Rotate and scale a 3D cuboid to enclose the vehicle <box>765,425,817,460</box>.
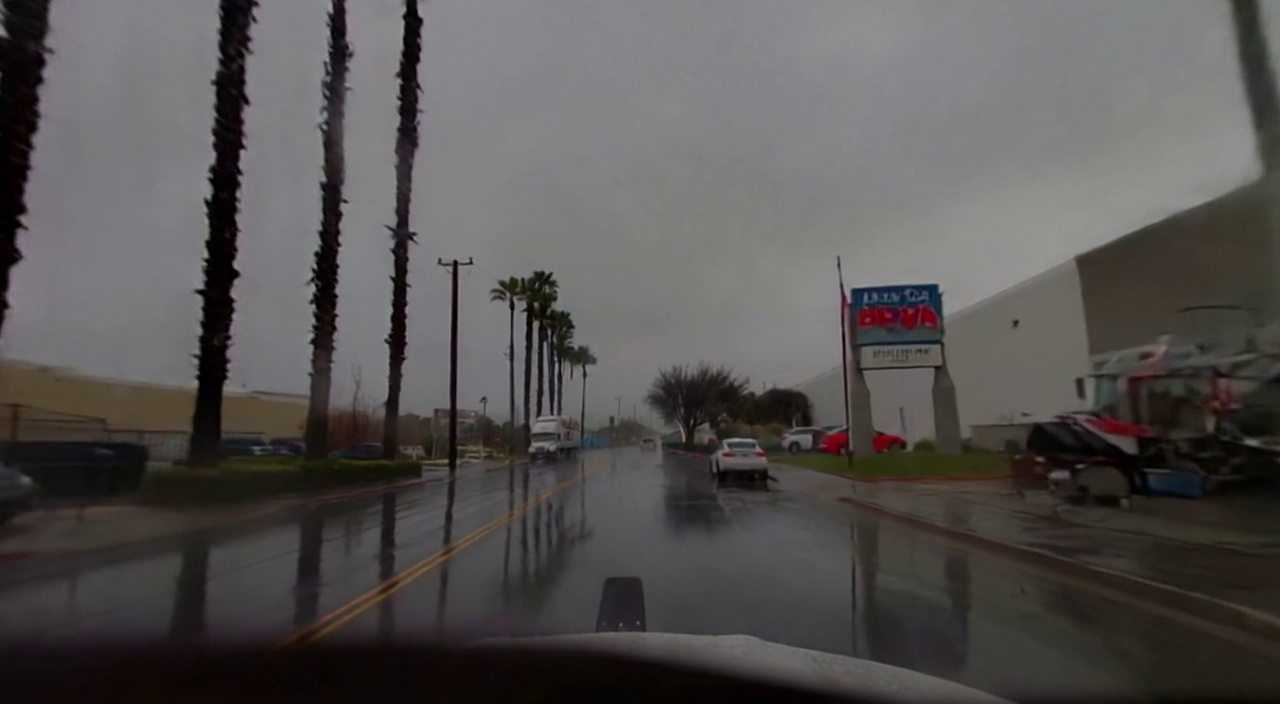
[{"bbox_3d":[9.374,5.550,38.805,2.325,1.877,5.987,-6,-9,19],"label":"vehicle"}]

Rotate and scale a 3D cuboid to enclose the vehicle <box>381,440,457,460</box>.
[{"bbox_3d":[-16.576,7.349,47.533,4.890,1.483,2.055,0,-8,3],"label":"vehicle"}]

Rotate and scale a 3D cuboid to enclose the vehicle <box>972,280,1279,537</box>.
[{"bbox_3d":[8.873,1.000,9.692,2.958,2.947,8.284,0,-8,-1],"label":"vehicle"}]

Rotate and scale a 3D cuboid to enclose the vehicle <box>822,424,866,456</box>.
[{"bbox_3d":[12.690,5.479,39.157,2.159,1.840,4.404,-4,-9,23],"label":"vehicle"}]

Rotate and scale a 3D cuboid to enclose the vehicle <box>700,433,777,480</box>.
[{"bbox_3d":[3.639,3.967,24.238,2.111,1.611,4.576,0,-8,-1],"label":"vehicle"}]

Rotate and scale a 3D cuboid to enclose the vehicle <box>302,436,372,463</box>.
[{"bbox_3d":[-20.412,6.592,42.908,2.152,1.746,5.461,0,-8,-1],"label":"vehicle"}]

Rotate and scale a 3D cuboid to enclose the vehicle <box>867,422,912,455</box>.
[{"bbox_3d":[15.286,5.351,38.803,2.311,1.876,4.987,-3,-9,20],"label":"vehicle"}]

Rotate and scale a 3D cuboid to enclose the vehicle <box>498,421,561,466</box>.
[{"bbox_3d":[-7.559,6.383,44.137,2.845,2.738,7.208,-3,-8,1],"label":"vehicle"}]
